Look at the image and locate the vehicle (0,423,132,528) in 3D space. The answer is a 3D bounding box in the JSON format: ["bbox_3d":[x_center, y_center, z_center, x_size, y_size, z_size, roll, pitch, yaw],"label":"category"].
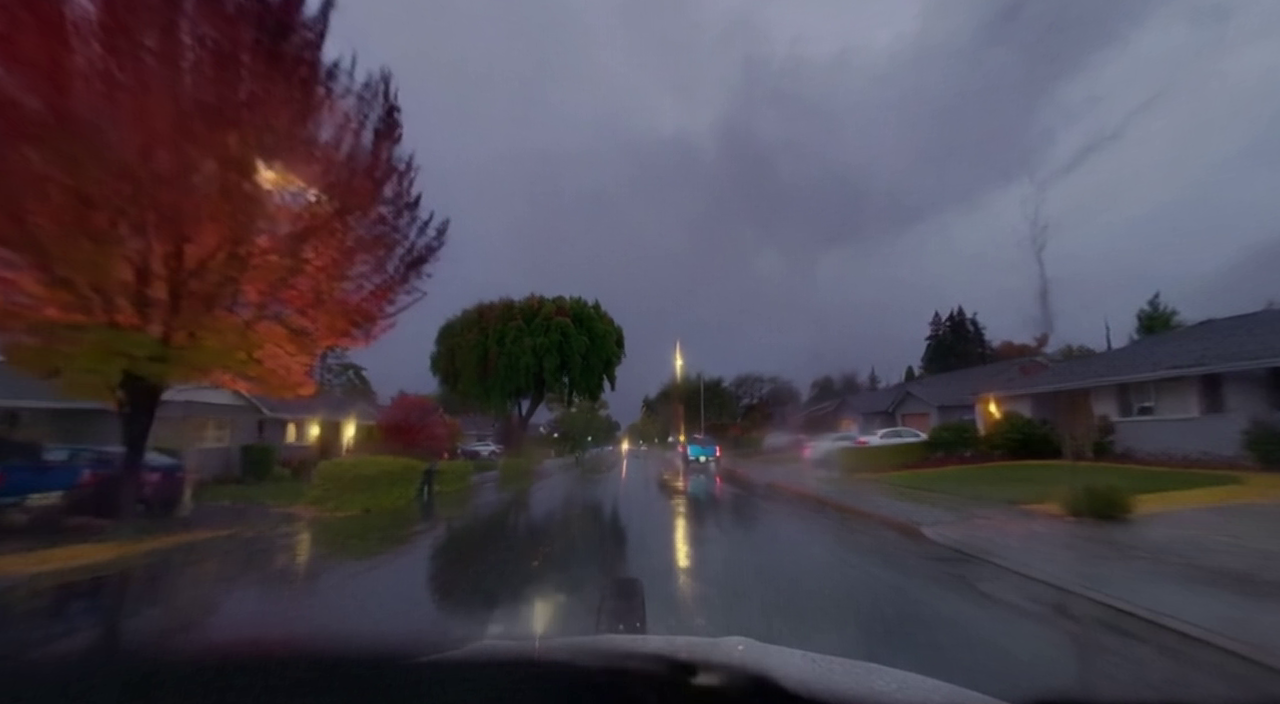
[{"bbox_3d":[-13.571,2.372,12.423,5.286,1.847,2.166,0,-9,2],"label":"vehicle"}]

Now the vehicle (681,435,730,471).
[{"bbox_3d":[3.768,6.002,37.746,2.313,1.962,6.029,0,-9,0],"label":"vehicle"}]

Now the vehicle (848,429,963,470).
[{"bbox_3d":[11.522,4.229,27.650,4.069,1.680,2.156,0,-7,3],"label":"vehicle"}]

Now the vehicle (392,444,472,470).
[{"bbox_3d":[-12.713,6.440,38.749,4.225,1.498,1.917,0,-9,2],"label":"vehicle"}]
